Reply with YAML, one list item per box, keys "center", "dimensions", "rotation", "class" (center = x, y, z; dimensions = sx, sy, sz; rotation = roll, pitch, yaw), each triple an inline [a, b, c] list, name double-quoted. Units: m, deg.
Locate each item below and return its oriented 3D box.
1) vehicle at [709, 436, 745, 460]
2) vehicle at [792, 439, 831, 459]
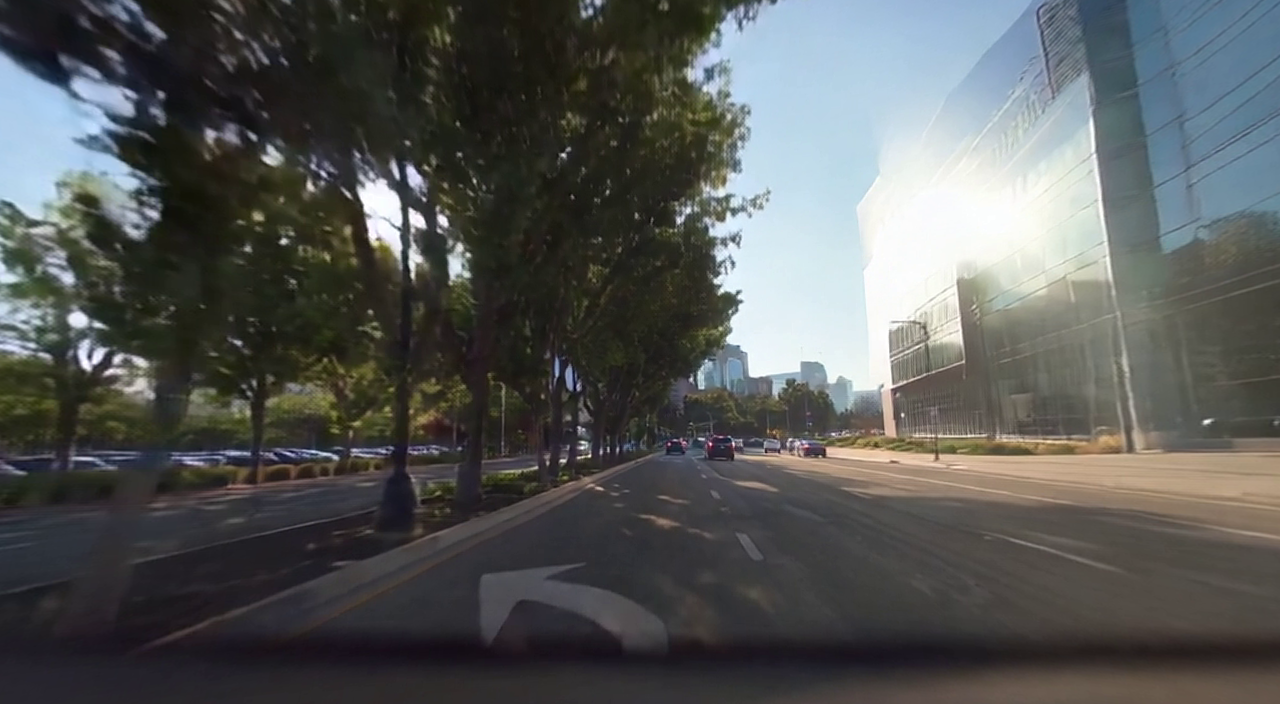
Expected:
- center: [6.372, 7.074, 46.564]
  dimensions: [2.216, 1.675, 4.627]
  rotation: [-1, -9, 3]
  class: "vehicle"
- center: [12.930, 7.367, 47.910]
  dimensions: [1.840, 1.467, 4.731]
  rotation: [-1, -9, 3]
  class: "vehicle"
